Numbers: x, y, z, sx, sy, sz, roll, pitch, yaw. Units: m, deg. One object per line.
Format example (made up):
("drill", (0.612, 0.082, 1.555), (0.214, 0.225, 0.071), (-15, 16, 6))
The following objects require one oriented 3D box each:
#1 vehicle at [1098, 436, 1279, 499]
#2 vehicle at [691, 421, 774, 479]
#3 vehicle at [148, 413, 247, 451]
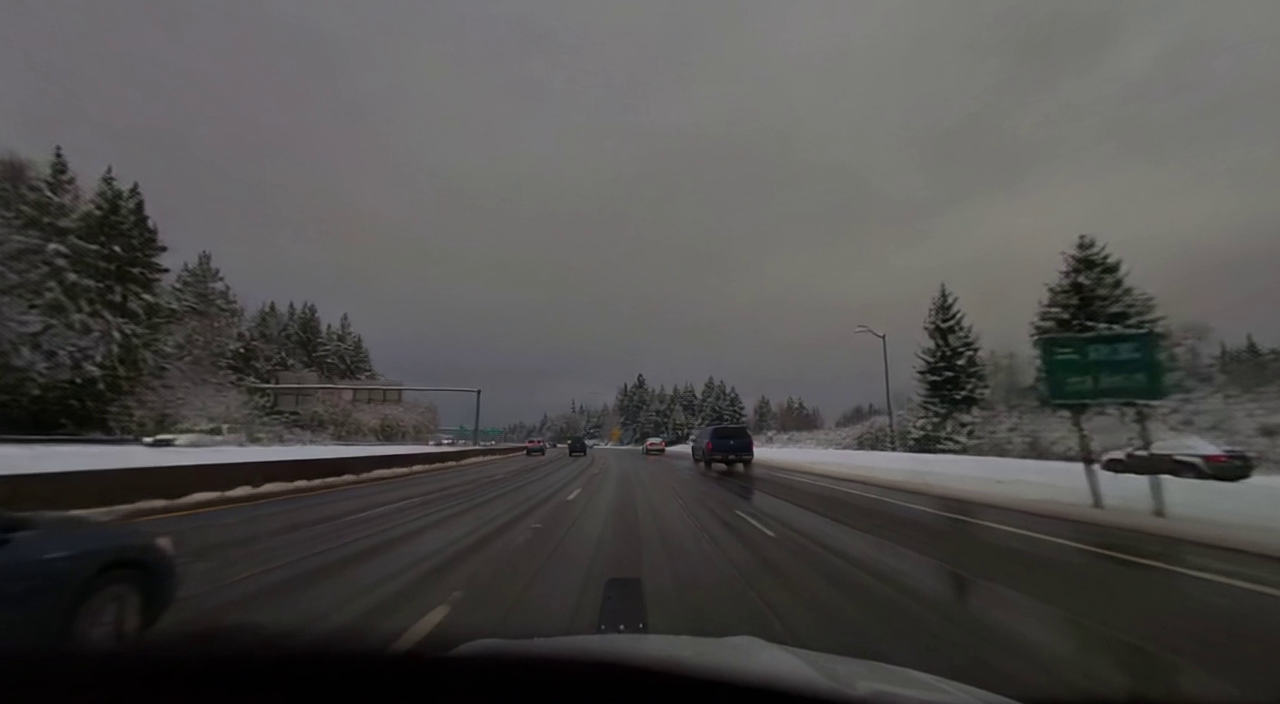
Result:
("vehicle", (16.411, 3.292, 18.547), (2.033, 1.580, 4.752), (1, -8, -5))
("vehicle", (3.122, 3.433, 22.234), (2.043, 1.795, 4.347), (0, -8, -3))
("vehicle", (-20.992, 3.864, 30.153), (1.834, 1.656, 4.050), (0, -8, -2))
